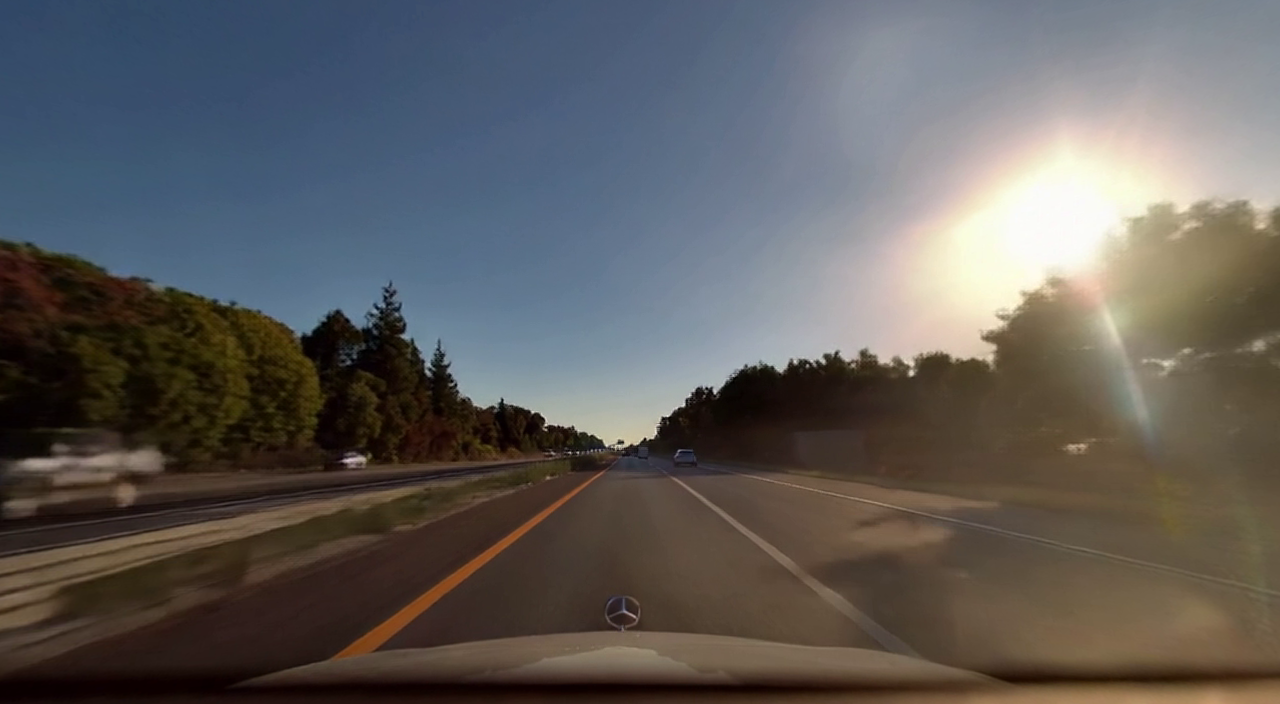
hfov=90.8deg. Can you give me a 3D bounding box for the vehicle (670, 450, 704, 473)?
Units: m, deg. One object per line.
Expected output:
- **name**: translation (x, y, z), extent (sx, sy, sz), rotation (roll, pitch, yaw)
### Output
- **vehicle**: translation (3.145, 7.364, 42.651), extent (1.870, 1.486, 3.858), rotation (0, -9, -2)
